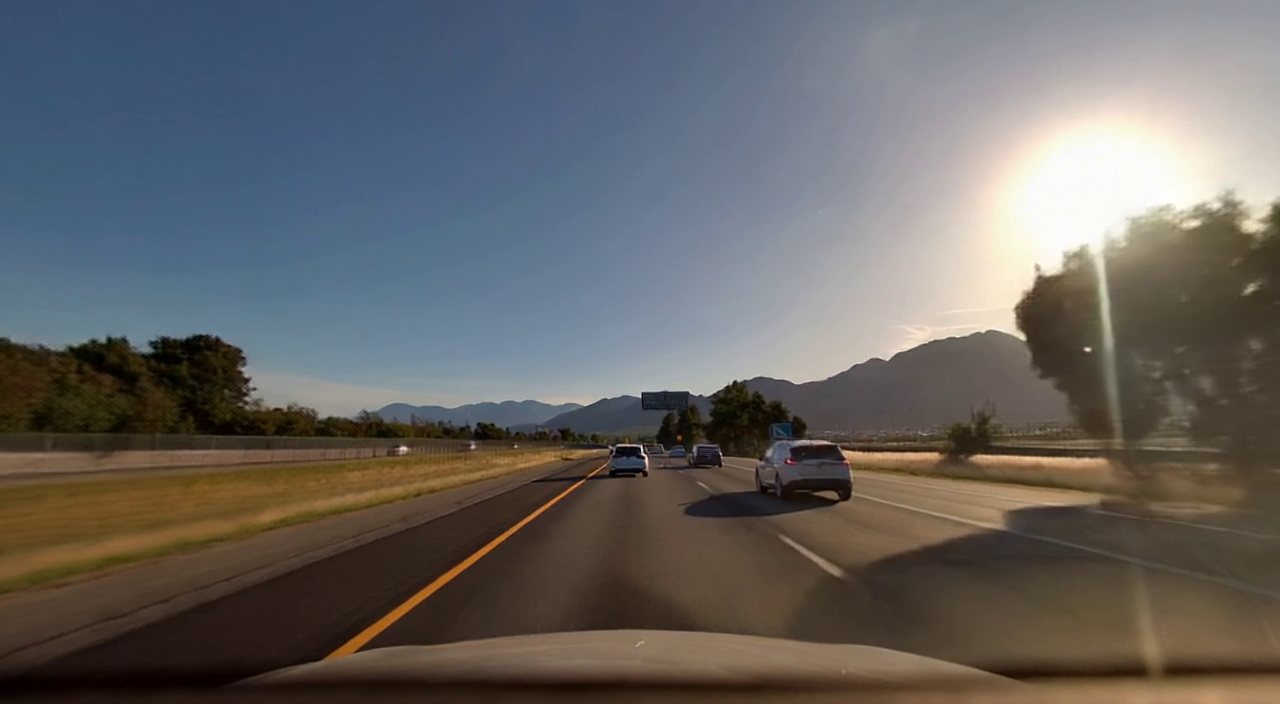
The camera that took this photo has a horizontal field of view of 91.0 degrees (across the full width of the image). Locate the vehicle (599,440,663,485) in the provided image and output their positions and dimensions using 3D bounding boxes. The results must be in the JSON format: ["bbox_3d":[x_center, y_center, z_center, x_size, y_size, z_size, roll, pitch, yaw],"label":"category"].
[{"bbox_3d":[-0.333,3.912,22.549,2.085,1.449,3.860,0,-9,-1],"label":"vehicle"}]

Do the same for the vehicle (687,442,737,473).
[{"bbox_3d":[3.623,5.389,32.403,1.957,1.447,4.241,0,-9,-1],"label":"vehicle"}]

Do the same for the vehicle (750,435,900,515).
[{"bbox_3d":[3.846,2.627,13.974,1.949,1.493,4.272,0,-9,-1],"label":"vehicle"}]
